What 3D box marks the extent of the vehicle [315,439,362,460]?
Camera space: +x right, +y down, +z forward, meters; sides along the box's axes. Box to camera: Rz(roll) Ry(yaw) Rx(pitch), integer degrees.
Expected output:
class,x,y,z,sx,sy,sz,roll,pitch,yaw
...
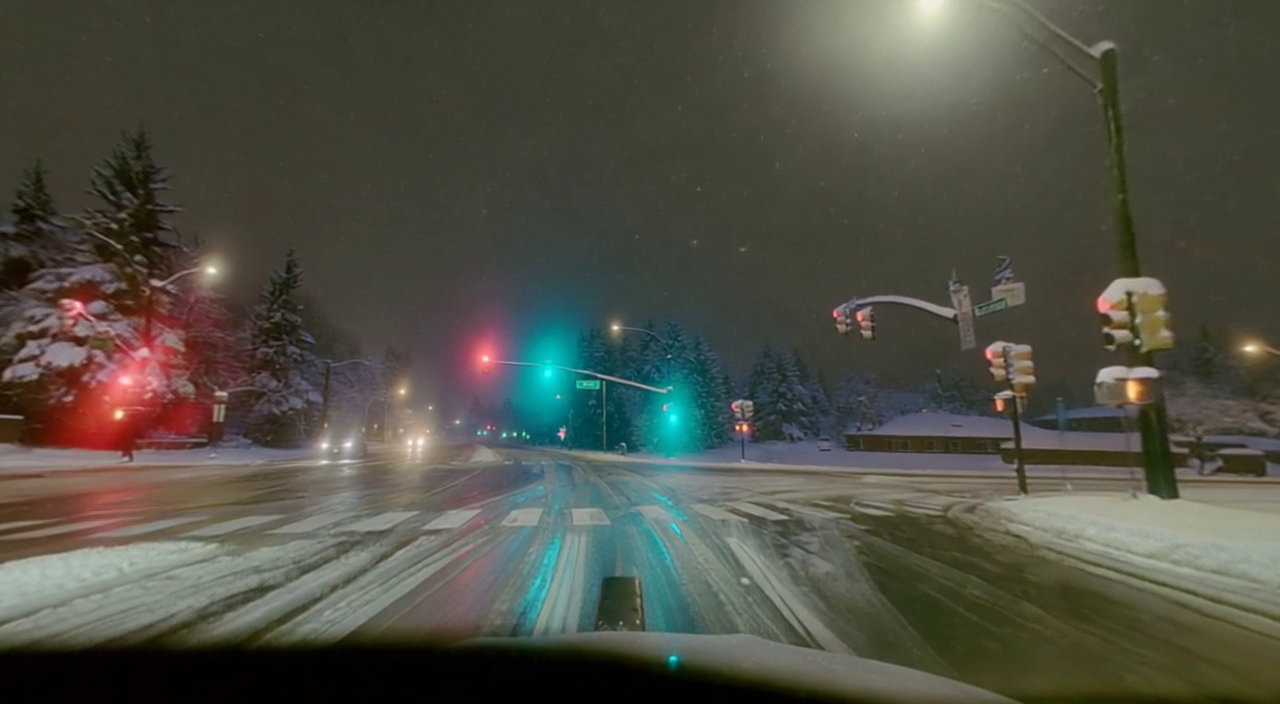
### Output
class,x,y,z,sx,sy,sz,roll,pitch,yaw
vehicle,-21.966,7.099,46.203,1.918,1.432,4.433,1,-9,-10
